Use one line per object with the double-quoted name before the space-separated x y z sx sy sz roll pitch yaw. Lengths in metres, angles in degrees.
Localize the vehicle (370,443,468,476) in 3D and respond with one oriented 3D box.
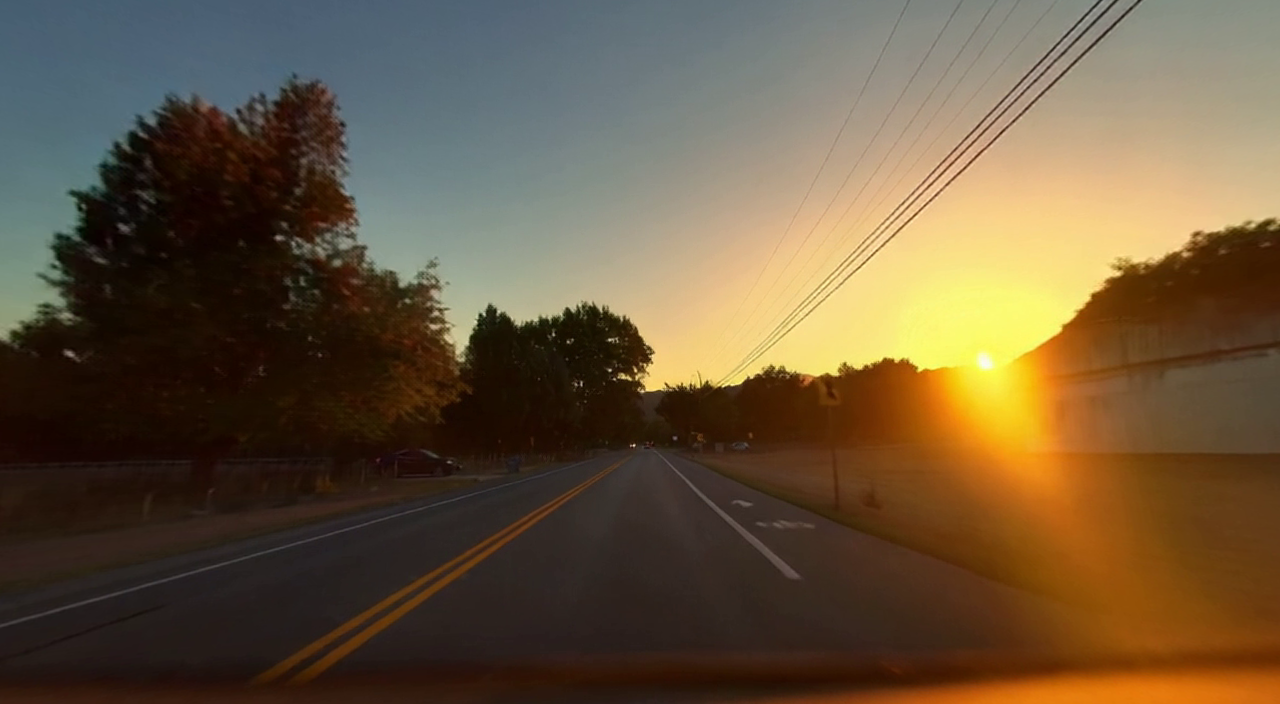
"vehicle" -12.483 6.109 35.883 4.813 1.763 2.048 0 -8 -1
